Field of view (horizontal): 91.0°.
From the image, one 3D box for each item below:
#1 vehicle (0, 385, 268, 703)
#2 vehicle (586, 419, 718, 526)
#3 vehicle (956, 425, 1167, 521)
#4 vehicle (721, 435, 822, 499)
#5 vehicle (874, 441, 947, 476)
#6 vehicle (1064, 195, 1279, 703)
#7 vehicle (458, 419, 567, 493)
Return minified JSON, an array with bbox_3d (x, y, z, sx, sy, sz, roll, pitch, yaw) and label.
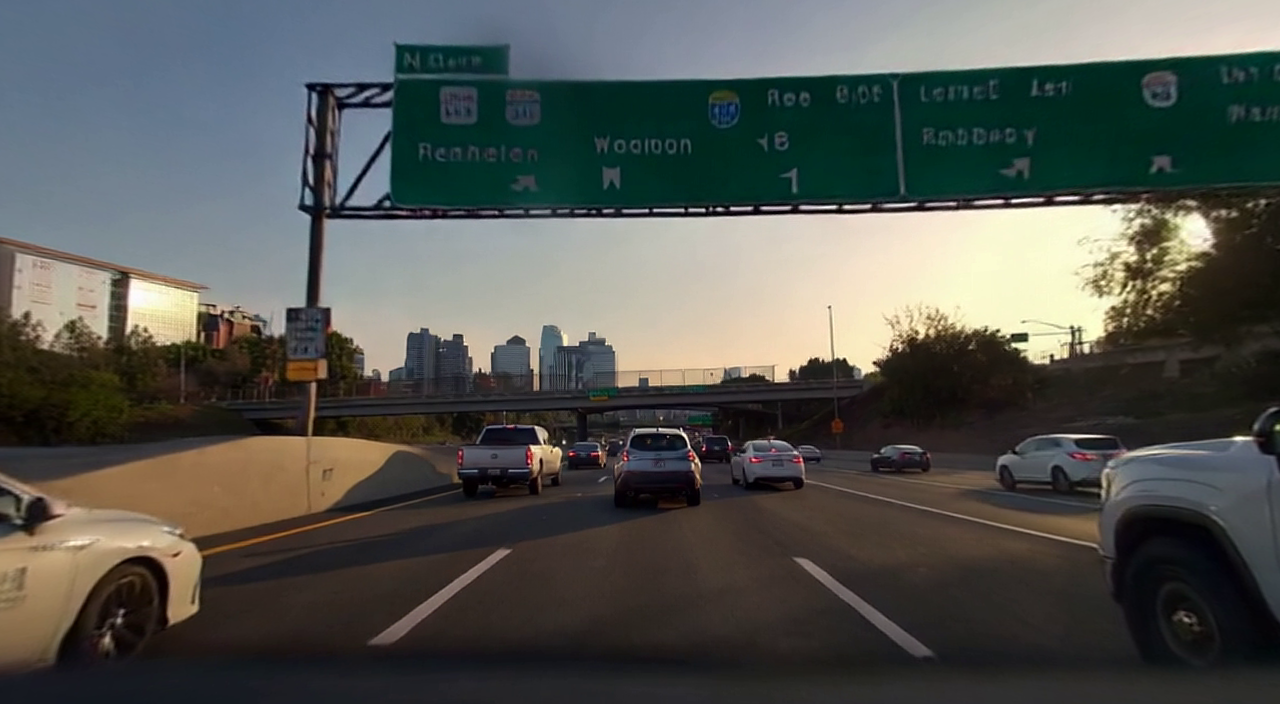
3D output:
[{"bbox_3d":[-3.705,0.837,2.053,2.014,1.579,4.761,0,-9,1],"label":"vehicle"},{"bbox_3d":[0.237,2.328,12.633,2.181,1.756,4.167,0,-9,1],"label":"vehicle"},{"bbox_3d":[9.109,2.633,14.165,1.977,1.795,4.208,0,-9,4],"label":"vehicle"},{"bbox_3d":[3.723,3.360,18.764,2.022,1.633,4.651,0,-9,0],"label":"vehicle"},{"bbox_3d":[14.445,5.694,33.948,2.085,1.754,4.466,0,-9,2],"label":"vehicle"},{"bbox_3d":[3.551,0.306,0.810,2.300,2.242,5.327,0,-9,1],"label":"vehicle"},{"bbox_3d":[-3.994,3.434,21.092,2.212,2.101,6.052,0,-9,1],"label":"vehicle"}]
